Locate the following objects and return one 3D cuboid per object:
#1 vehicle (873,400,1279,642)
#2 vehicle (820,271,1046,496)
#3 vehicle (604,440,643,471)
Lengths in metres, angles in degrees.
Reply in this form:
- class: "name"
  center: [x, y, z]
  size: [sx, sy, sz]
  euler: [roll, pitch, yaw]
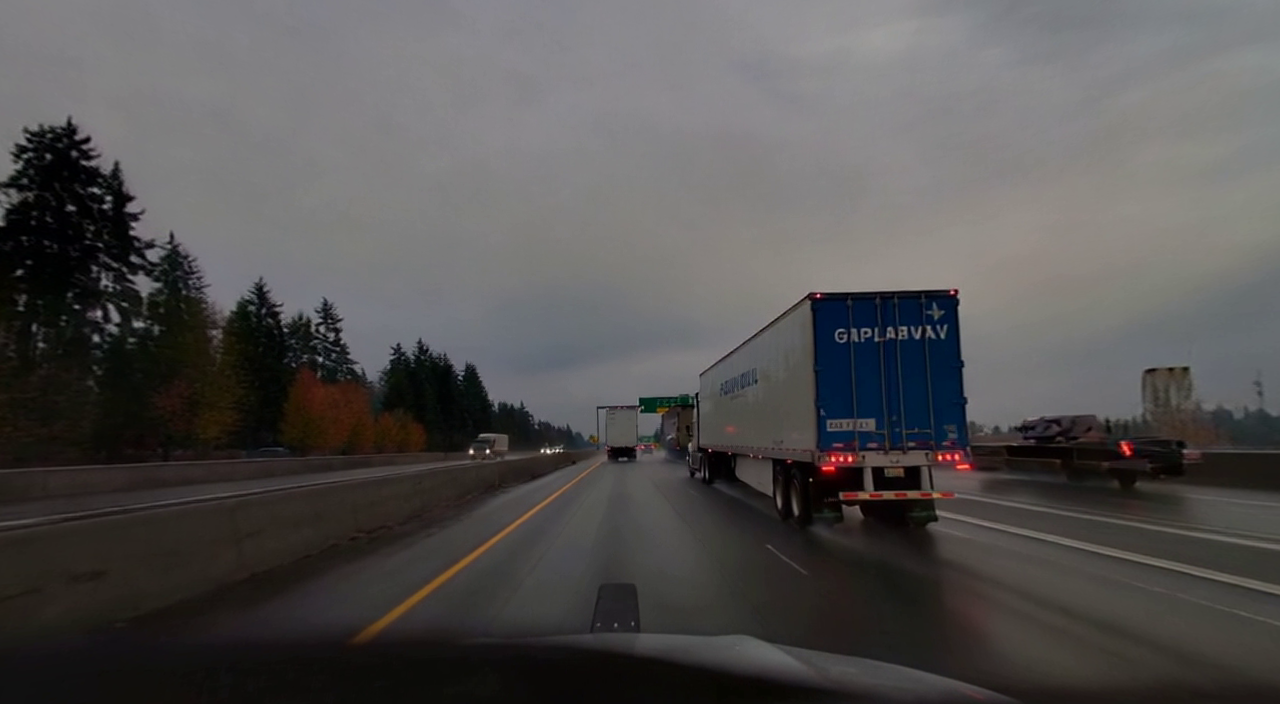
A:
- class: "vehicle"
  center: [4.571, 1.344, 6.052]
  size: [4.253, 1.543, 2.045]
  euler: [4, -9, -30]
- class: "vehicle"
  center: [4.244, 0.527, 9.577]
  size: [2.244, 3.047, 2.035]
  euler: [0, -8, -2]
- class: "vehicle"
  center: [-0.879, 5.376, 32.937]
  size: [1.943, 1.491, 3.459]
  euler: [0, -8, -2]
